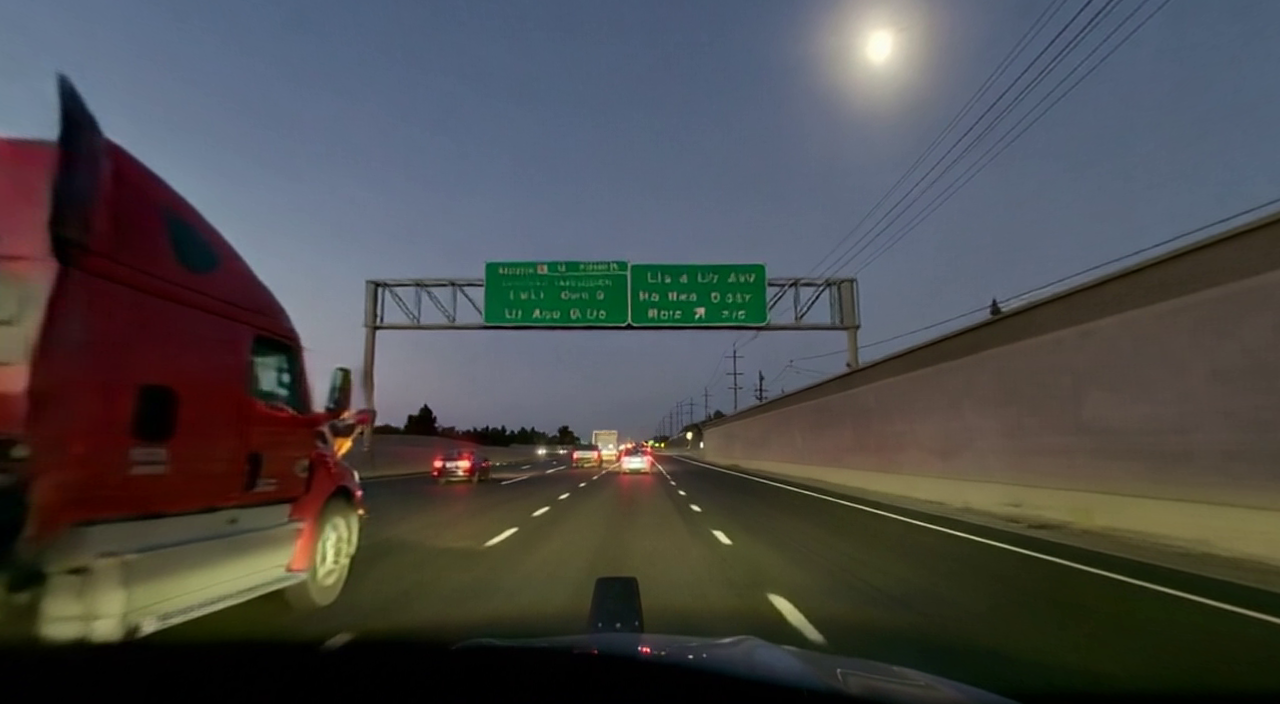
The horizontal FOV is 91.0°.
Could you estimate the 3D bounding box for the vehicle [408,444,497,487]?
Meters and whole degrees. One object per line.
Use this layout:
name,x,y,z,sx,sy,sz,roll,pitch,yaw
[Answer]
vehicle,-7.235,4.391,24.810,2.025,1.510,4.582,-1,-9,1

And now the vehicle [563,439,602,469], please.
vehicle,-3.813,6.856,42.478,2.109,1.840,4.614,0,-9,1

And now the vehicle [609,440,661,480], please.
vehicle,-0.204,4.875,28.649,2.178,1.640,4.071,0,-9,0
